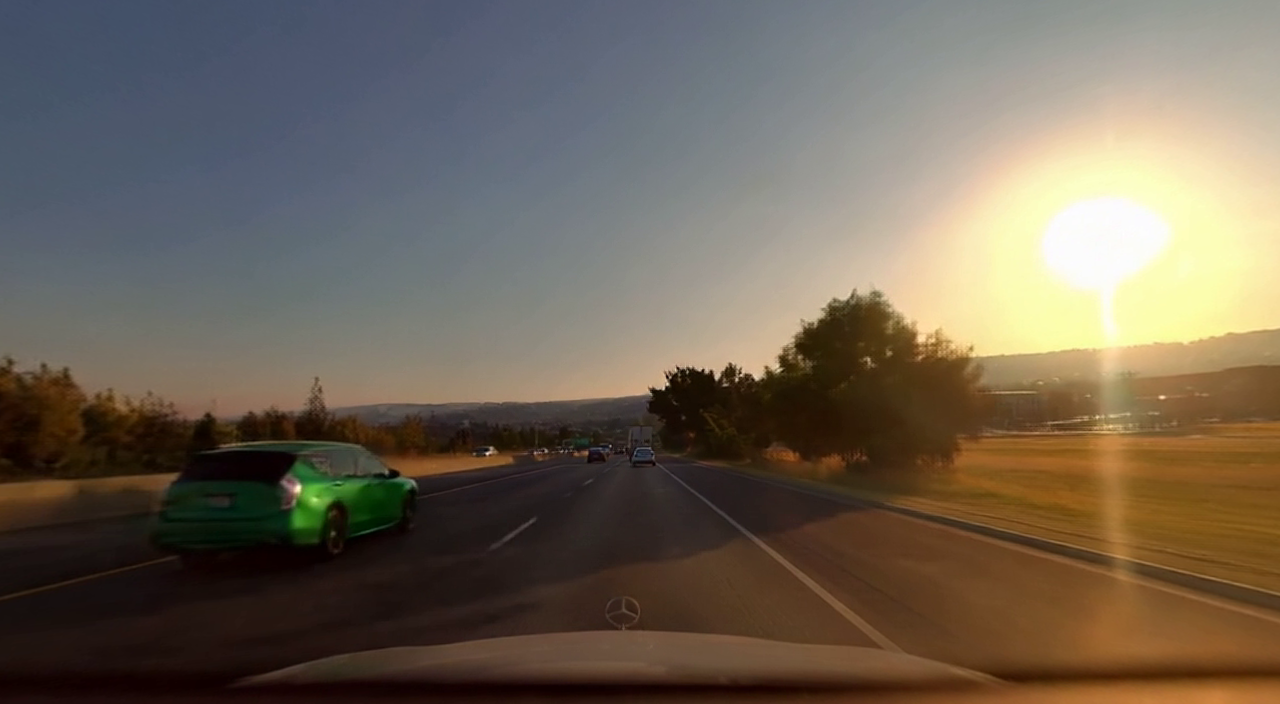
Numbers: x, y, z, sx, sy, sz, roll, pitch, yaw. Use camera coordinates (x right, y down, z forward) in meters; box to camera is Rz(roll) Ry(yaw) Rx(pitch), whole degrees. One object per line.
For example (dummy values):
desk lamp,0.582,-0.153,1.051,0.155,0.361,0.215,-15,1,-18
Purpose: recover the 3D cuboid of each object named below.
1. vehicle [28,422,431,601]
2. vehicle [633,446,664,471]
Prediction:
vehicle,-4.271,1.716,7.587,2.172,1.548,3.953,0,-9,0
vehicle,0.517,7.179,42.641,1.992,1.593,3.937,0,-9,-1
